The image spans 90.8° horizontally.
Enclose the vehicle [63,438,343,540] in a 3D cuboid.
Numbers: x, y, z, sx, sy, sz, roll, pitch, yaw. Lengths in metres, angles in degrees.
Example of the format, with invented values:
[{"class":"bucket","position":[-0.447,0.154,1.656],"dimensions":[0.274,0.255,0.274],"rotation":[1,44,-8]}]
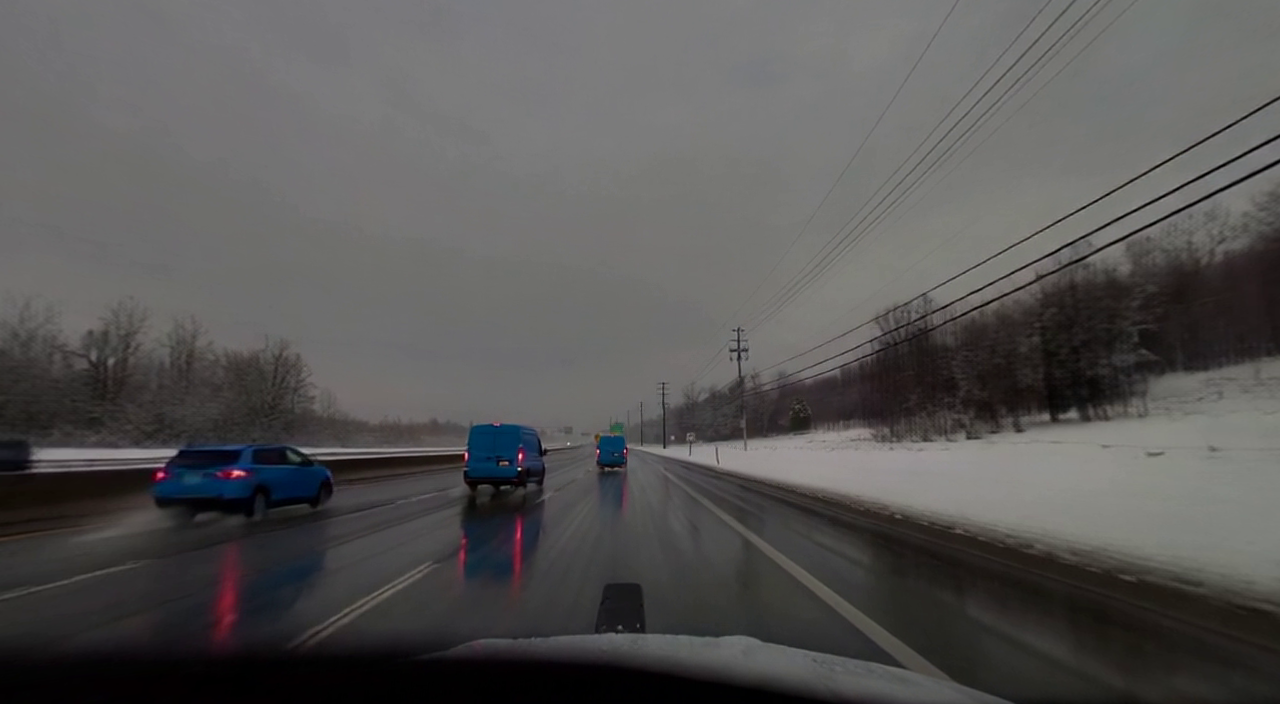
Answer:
[{"class":"vehicle","position":[-7.838,2.470,12.114],"dimensions":[1.975,1.540,4.759],"rotation":[0,-9,0]}]

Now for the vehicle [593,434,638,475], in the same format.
[{"class":"vehicle","position":[-1.252,5.491,33.807],"dimensions":[2.197,2.011,5.130],"rotation":[0,-9,-1]}]

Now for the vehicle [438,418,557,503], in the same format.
[{"class":"vehicle","position":[-3.735,2.986,17.597],"dimensions":[2.145,2.010,4.980],"rotation":[0,-9,0]}]
